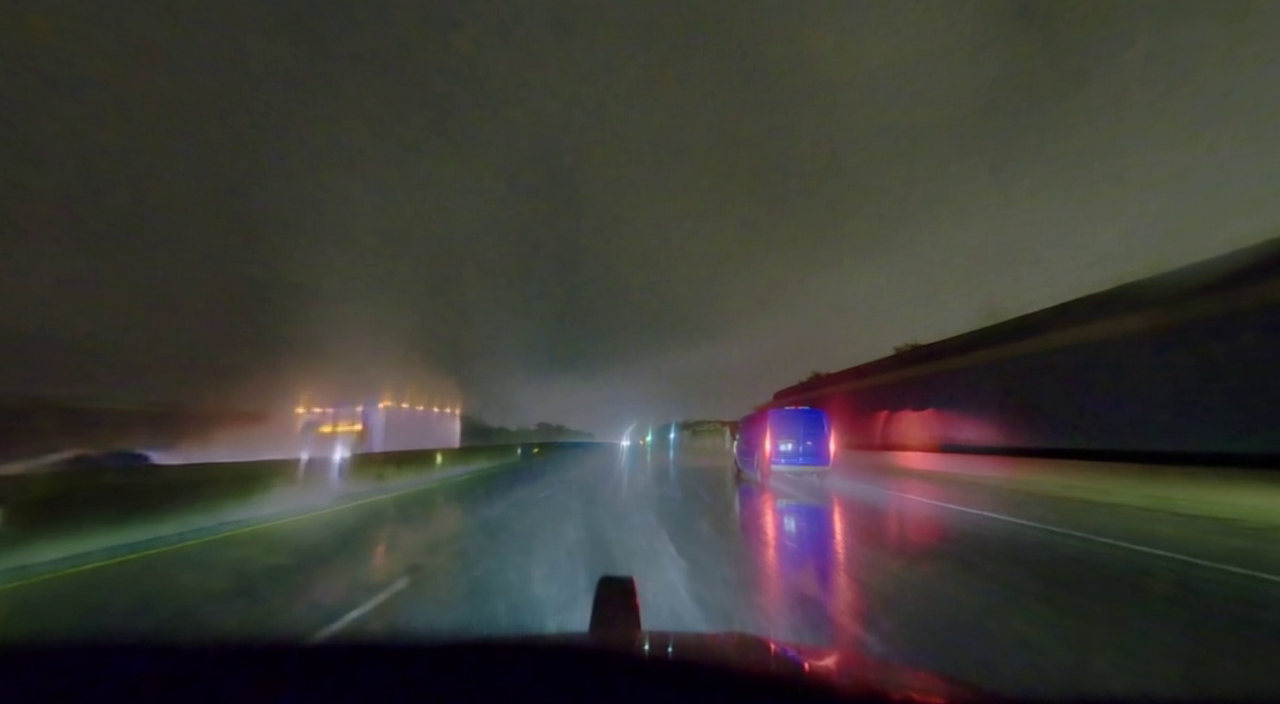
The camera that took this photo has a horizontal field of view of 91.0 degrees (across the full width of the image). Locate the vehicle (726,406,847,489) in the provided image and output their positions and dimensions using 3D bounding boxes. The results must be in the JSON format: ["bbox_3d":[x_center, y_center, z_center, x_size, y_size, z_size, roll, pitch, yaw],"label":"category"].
[{"bbox_3d":[3.913,2.673,17.817,2.161,2.002,4.631,0,-8,-2],"label":"vehicle"}]

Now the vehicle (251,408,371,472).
[{"bbox_3d":[-22.266,6.053,43.521,3.030,3.882,10.014,0,-8,-2],"label":"vehicle"}]

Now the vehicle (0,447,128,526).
[{"bbox_3d":[-13.743,2.845,13.526,1.890,1.523,4.262,-1,-8,0],"label":"vehicle"}]

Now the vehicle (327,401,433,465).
[{"bbox_3d":[-17.489,5.625,43.424,3.018,3.854,10.404,0,-8,-1],"label":"vehicle"}]
